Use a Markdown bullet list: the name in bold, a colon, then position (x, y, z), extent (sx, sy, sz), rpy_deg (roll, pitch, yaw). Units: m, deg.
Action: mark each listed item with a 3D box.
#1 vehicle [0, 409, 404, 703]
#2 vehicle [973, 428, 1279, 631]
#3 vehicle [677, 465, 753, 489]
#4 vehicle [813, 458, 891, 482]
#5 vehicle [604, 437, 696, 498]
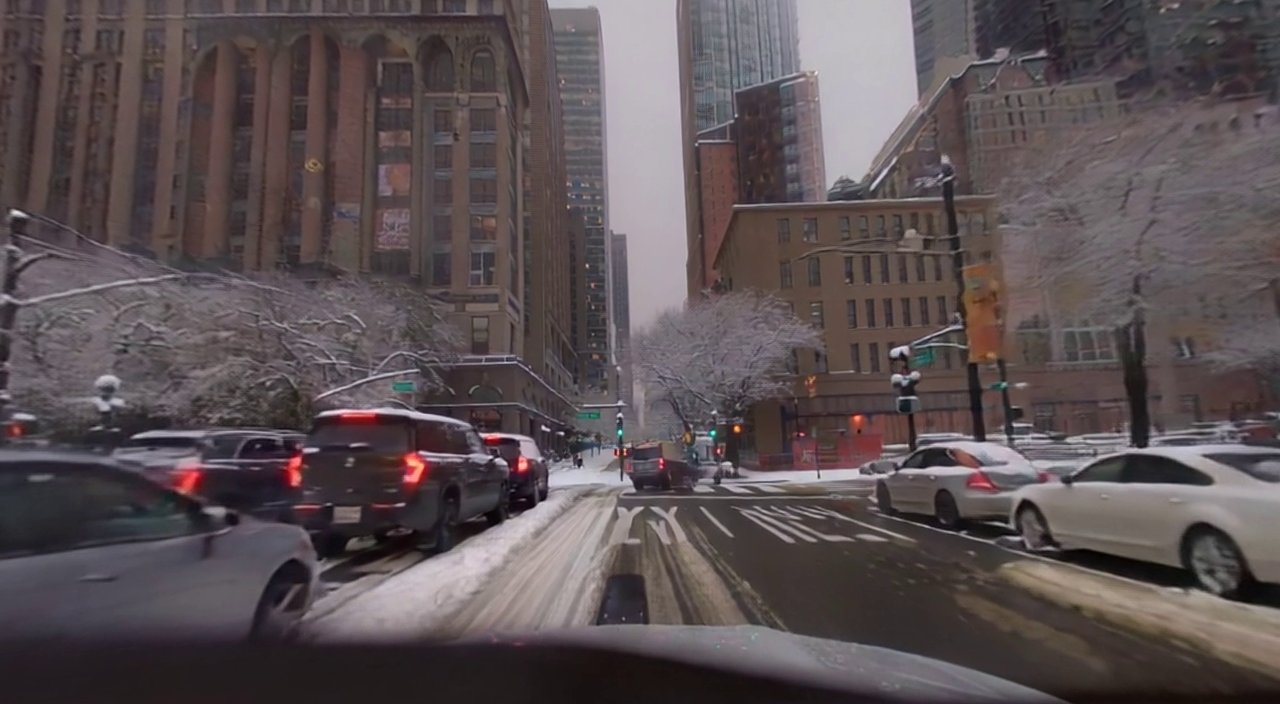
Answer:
- **vehicle**: position (-3.038, 1.087, 3.139), extent (1.930, 1.450, 4.497), rpy_deg (0, -9, 1)
- **vehicle**: position (5.845, 1.667, 6.899), extent (1.919, 1.529, 4.558), rpy_deg (0, -9, 1)
- **vehicle**: position (5.044, 8.478, 42.853), extent (4.766, 1.502, 1.891), rpy_deg (1, -9, -7)
- **vehicle**: position (13.609, 7.589, 40.715), extent (4.371, 1.439, 1.818), rpy_deg (0, -9, 1)
- **vehicle**: position (0.510, 3.794, 21.155), extent (2.328, 1.746, 5.072), rpy_deg (-2, -9, 10)
